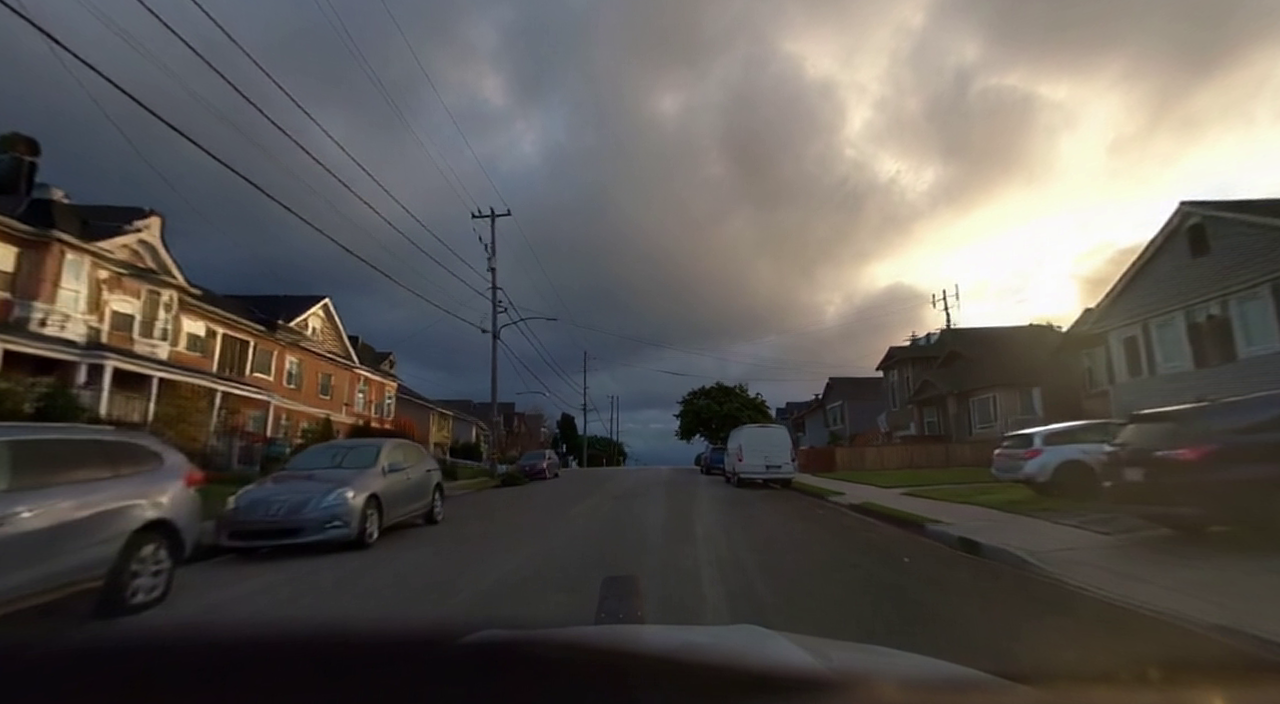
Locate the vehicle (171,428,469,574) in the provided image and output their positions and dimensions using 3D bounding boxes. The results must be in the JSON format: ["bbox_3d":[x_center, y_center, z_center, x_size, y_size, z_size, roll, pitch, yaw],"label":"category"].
[{"bbox_3d":[-4.118,1.900,9.201,1.960,1.507,4.542,-1,-6,0],"label":"vehicle"}]

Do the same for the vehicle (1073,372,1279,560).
[{"bbox_3d":[8.681,1.030,7.273,5.615,1.787,2.014,-7,-10,3],"label":"vehicle"}]

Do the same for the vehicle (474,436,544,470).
[{"bbox_3d":[-7.908,6.112,38.384,3.684,1.628,1.792,4,-5,3],"label":"vehicle"}]

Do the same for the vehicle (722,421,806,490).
[{"bbox_3d":[4.340,3.670,22.874,2.343,2.229,4.199,0,-8,3],"label":"vehicle"}]

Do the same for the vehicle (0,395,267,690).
[{"bbox_3d":[-4.636,1.106,4.033,1.967,1.656,3.924,3,-6,1],"label":"vehicle"}]
